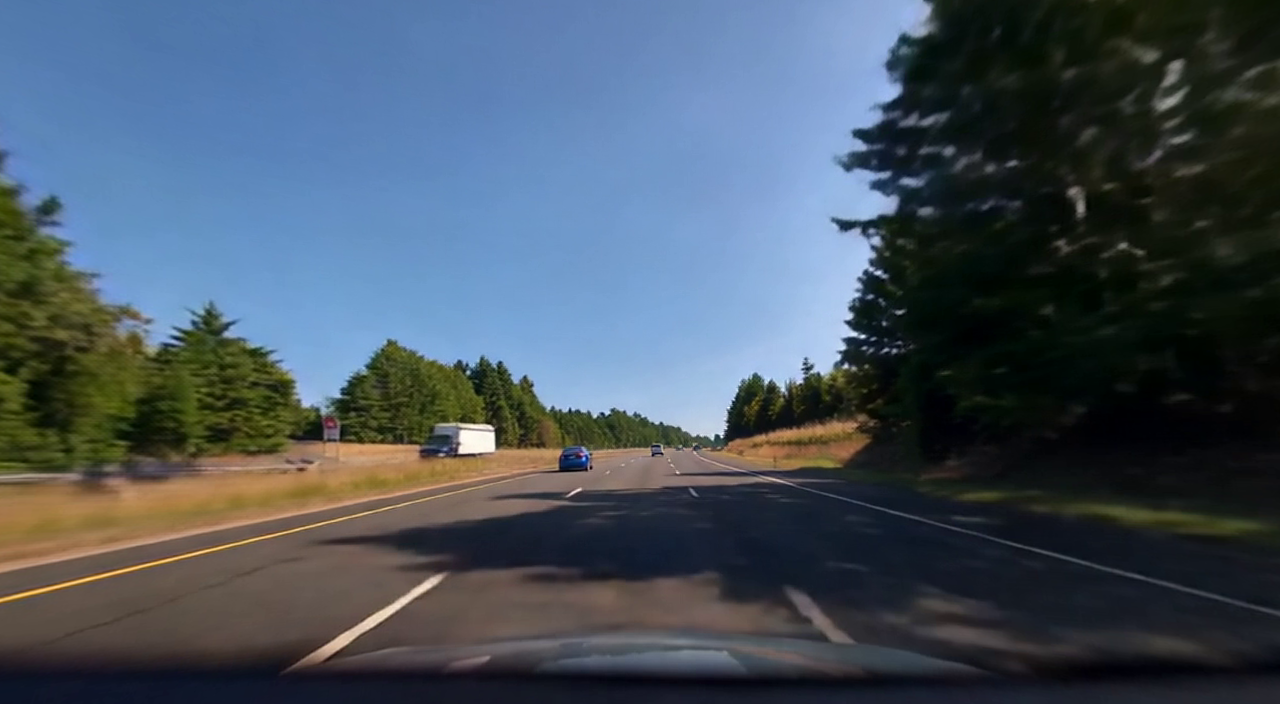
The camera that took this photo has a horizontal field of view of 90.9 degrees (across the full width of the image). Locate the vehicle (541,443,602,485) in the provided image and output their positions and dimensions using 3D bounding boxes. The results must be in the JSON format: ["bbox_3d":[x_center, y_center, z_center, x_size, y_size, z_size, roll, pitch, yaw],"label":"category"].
[{"bbox_3d":[-2.767,4.657,26.450,1.959,1.571,4.313,-1,-9,2],"label":"vehicle"}]
